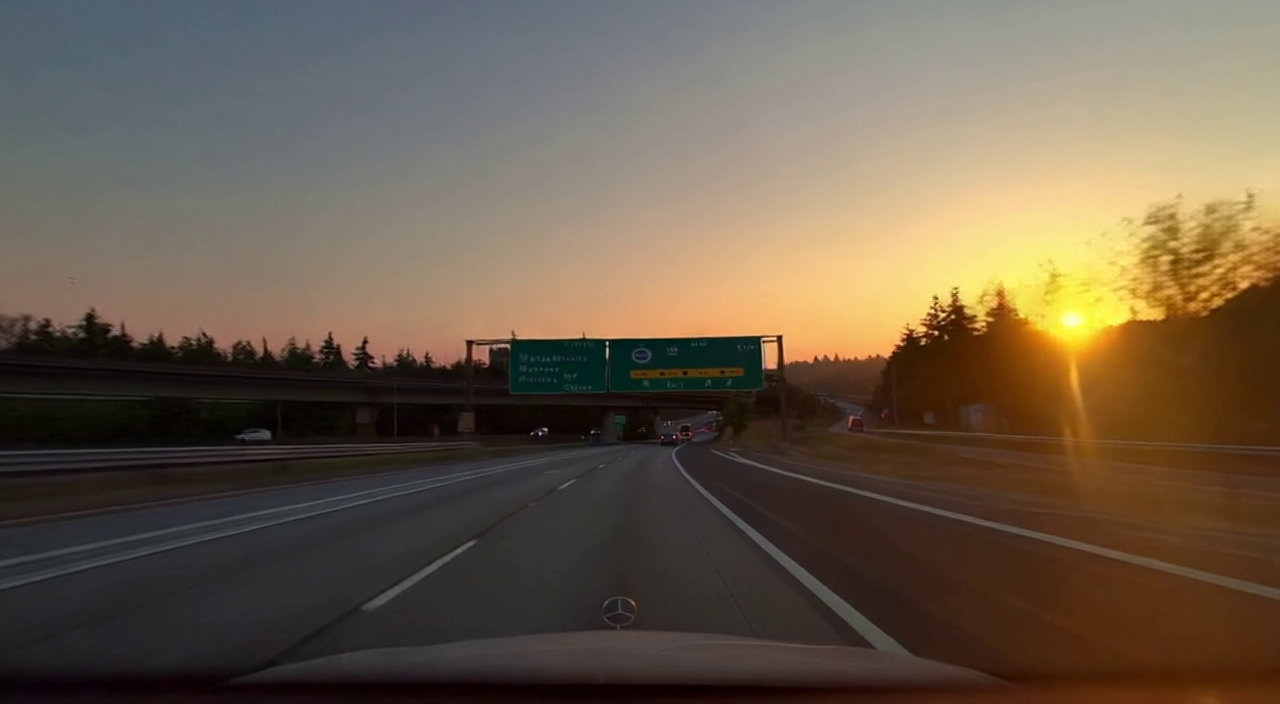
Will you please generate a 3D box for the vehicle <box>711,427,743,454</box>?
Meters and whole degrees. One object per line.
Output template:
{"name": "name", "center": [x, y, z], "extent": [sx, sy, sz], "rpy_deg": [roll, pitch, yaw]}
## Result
{"name": "vehicle", "center": [6.823, 6.996, 49.816], "extent": [1.914, 2.013, 4.041], "rpy_deg": [0, -8, -1]}
